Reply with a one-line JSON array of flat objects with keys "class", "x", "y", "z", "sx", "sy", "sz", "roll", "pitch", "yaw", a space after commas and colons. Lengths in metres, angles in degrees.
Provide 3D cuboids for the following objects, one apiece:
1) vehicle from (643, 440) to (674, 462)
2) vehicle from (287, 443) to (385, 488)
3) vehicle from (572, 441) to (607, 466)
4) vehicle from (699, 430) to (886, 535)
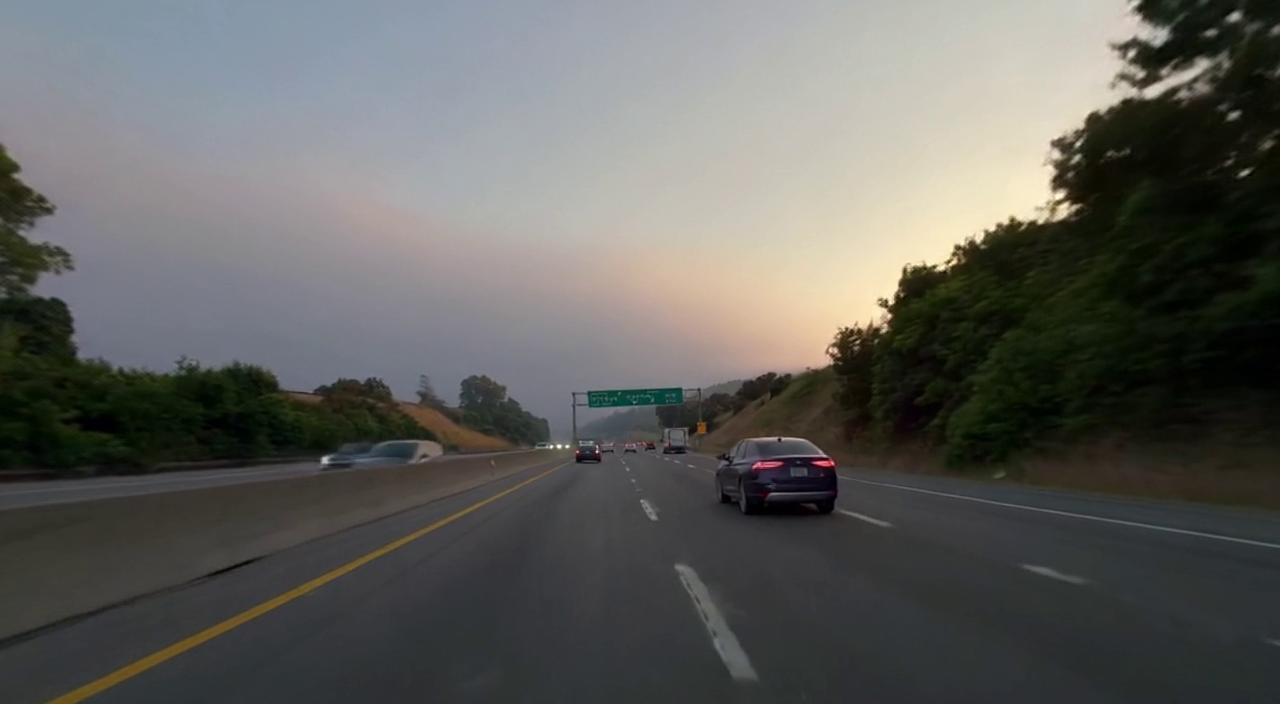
[{"class": "vehicle", "x": 1.330, "y": 7.337, "z": 46.813, "sx": 1.995, "sy": 1.556, "sz": 3.893, "roll": 0, "pitch": -8, "yaw": -4}, {"class": "vehicle", "x": -11.361, "y": 4.218, "z": 23.890, "sx": 1.918, "sy": 1.515, "sz": 3.988, "roll": 0, "pitch": -8, "yaw": -3}, {"class": "vehicle", "x": -3.142, "y": 6.385, "z": 39.878, "sx": 2.055, "sy": 1.466, "sz": 4.317, "roll": 0, "pitch": -8, "yaw": -3}, {"class": "vehicle", "x": 2.450, "y": 2.223, "z": 11.596, "sx": 1.961, "sy": 1.495, "sz": 4.743, "roll": 1, "pitch": -8, "yaw": -4}]
